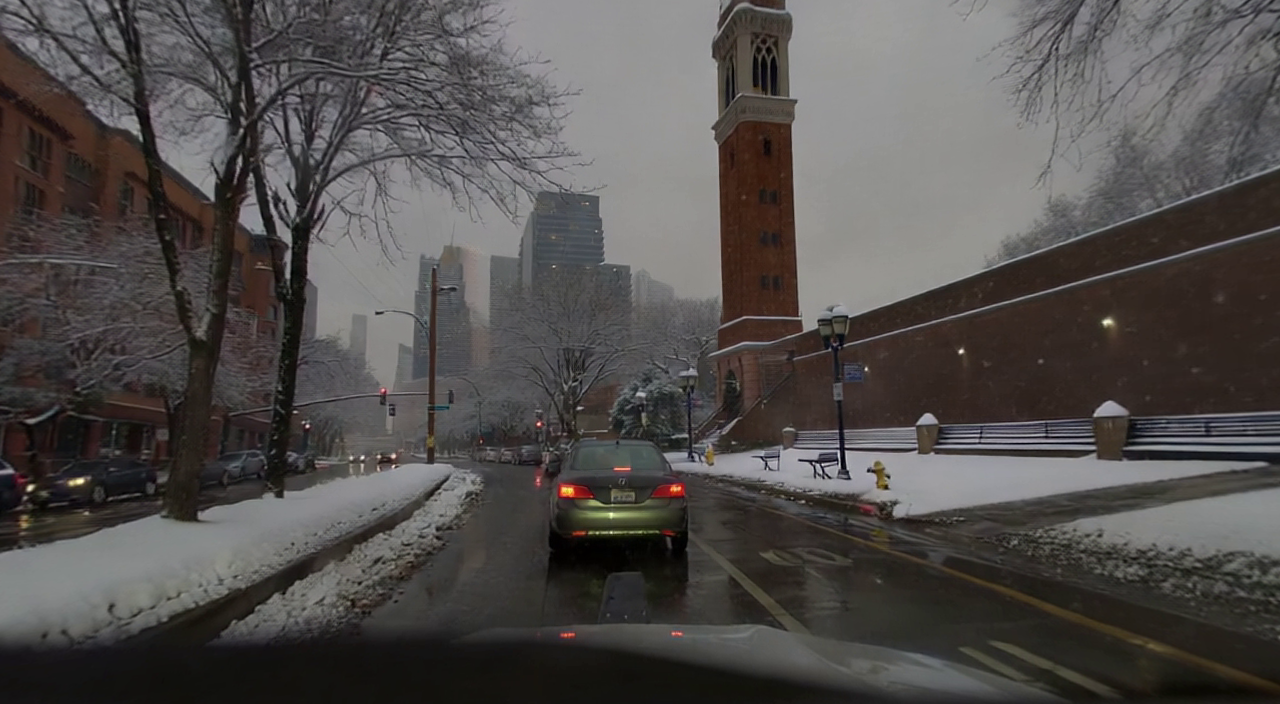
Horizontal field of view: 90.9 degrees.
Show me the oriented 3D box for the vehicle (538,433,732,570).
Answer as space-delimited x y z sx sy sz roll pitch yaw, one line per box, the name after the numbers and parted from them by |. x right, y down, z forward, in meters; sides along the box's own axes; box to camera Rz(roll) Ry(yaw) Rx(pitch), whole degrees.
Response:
-0.234 1.943 9.024 2.142 1.475 4.051 1 -8 -5 | vehicle
